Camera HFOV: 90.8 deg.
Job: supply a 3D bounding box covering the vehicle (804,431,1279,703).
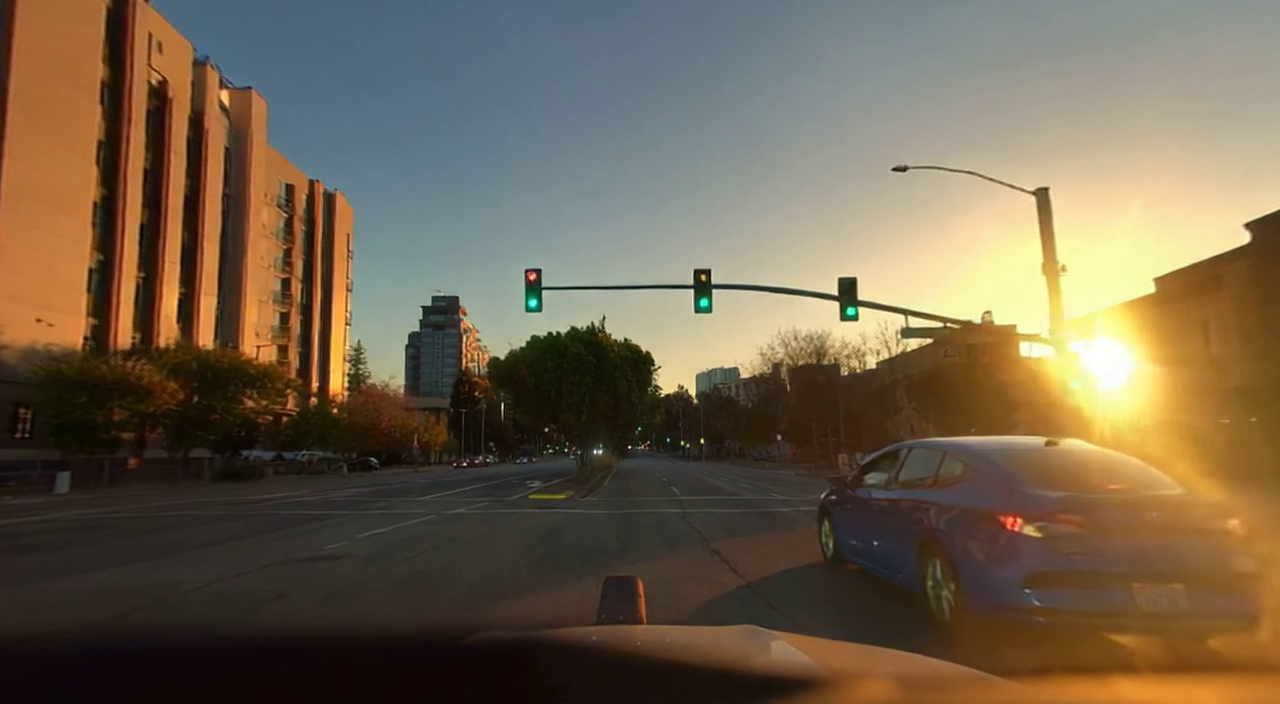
[{"bbox_3d":[3.124,1.492,5.626,2.015,1.455,4.615,0,-9,-1],"label":"vehicle"}]
